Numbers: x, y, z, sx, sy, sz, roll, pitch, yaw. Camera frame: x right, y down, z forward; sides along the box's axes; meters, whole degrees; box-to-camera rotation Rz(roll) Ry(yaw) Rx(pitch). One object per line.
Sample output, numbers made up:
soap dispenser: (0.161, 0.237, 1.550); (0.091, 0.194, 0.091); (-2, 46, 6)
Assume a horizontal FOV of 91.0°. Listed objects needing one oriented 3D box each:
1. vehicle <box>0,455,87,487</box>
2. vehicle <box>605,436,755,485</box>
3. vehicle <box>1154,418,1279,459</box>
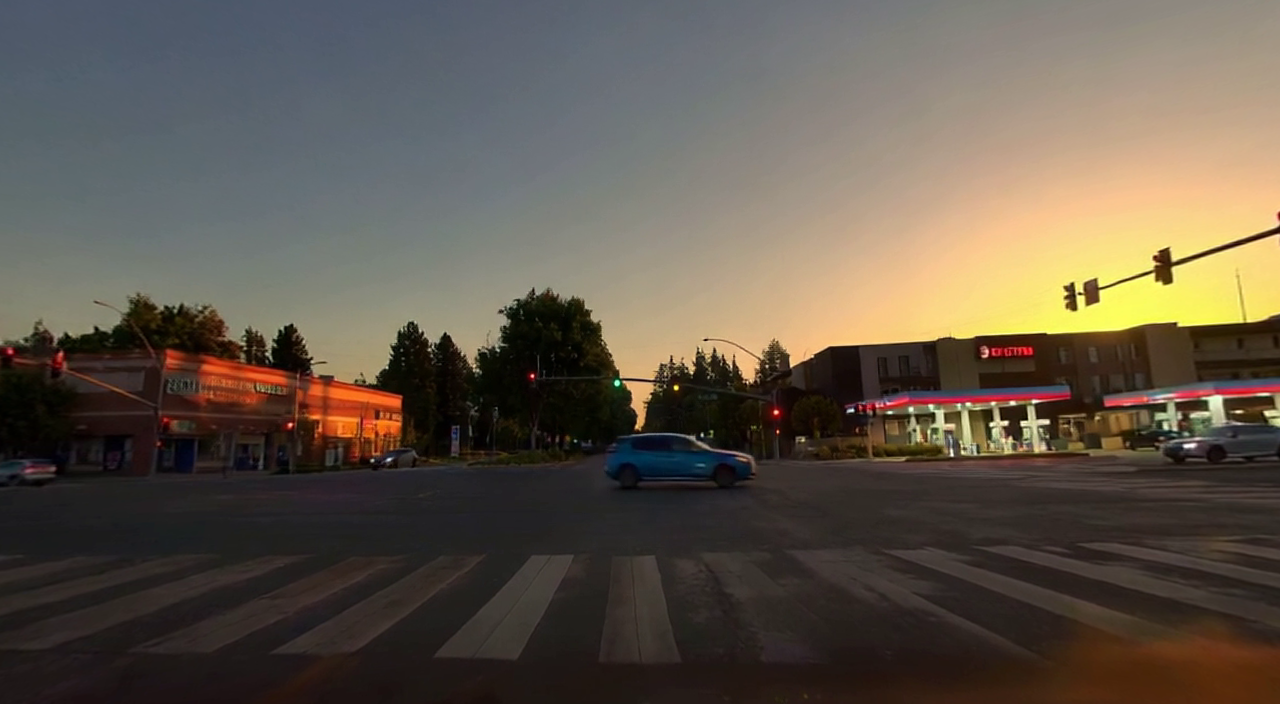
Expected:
vehicle: (-39.288, 7.567, 40.237); (5.789, 1.893, 2.169); (-1, -8, 3)
vehicle: (1.237, 3.419, 19.917); (4.488, 1.463, 1.888); (-1, -8, 4)
vehicle: (22.824, 3.295, 23.964); (4.696, 1.483, 1.898); (-1, -8, 3)
